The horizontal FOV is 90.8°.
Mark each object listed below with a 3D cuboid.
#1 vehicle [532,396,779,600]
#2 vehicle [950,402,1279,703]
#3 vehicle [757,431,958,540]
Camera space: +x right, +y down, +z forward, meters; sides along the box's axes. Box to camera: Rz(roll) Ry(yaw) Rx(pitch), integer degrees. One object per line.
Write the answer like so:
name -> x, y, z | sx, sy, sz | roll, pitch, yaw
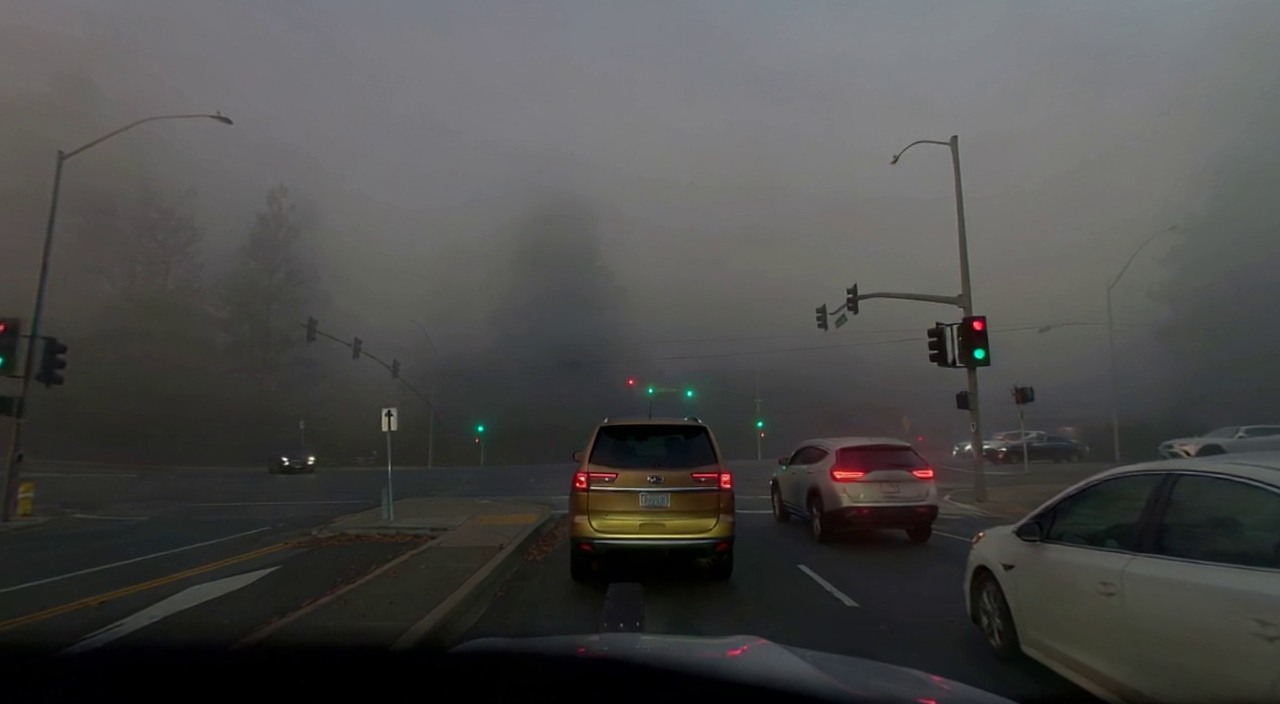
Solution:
vehicle -> 0.125, 1.620, 7.898 | 2.170, 1.793, 4.468 | 0, -8, 0
vehicle -> 3.164, 0.908, 2.150 | 1.924, 1.466, 4.461 | 0, -8, 0
vehicle -> 3.454, 2.184, 11.008 | 1.861, 1.495, 4.215 | 0, -8, -2
